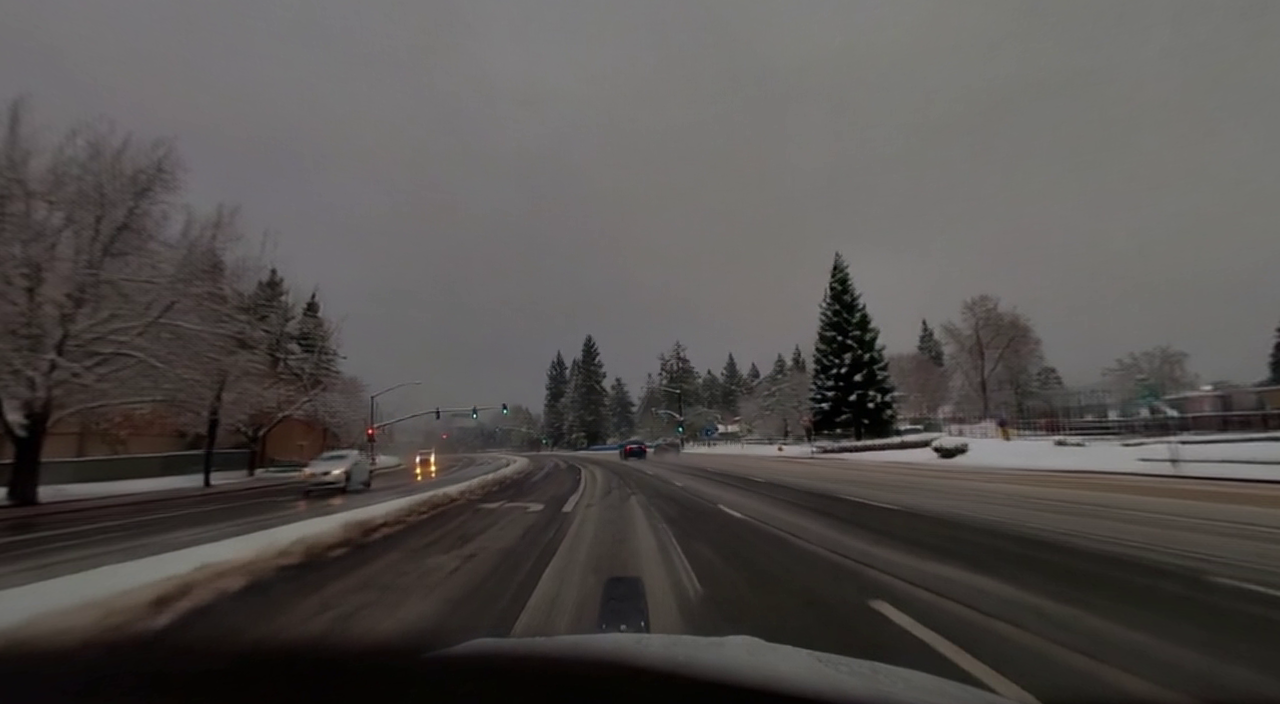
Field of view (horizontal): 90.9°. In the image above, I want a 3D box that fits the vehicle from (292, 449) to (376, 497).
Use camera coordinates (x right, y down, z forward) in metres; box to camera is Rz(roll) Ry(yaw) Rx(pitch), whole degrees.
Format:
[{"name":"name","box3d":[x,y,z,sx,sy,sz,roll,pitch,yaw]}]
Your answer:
[{"name":"vehicle","box3d":[-14.258,5.603,29.657,2.124,1.844,4.520,-4,-8,-6]}]
